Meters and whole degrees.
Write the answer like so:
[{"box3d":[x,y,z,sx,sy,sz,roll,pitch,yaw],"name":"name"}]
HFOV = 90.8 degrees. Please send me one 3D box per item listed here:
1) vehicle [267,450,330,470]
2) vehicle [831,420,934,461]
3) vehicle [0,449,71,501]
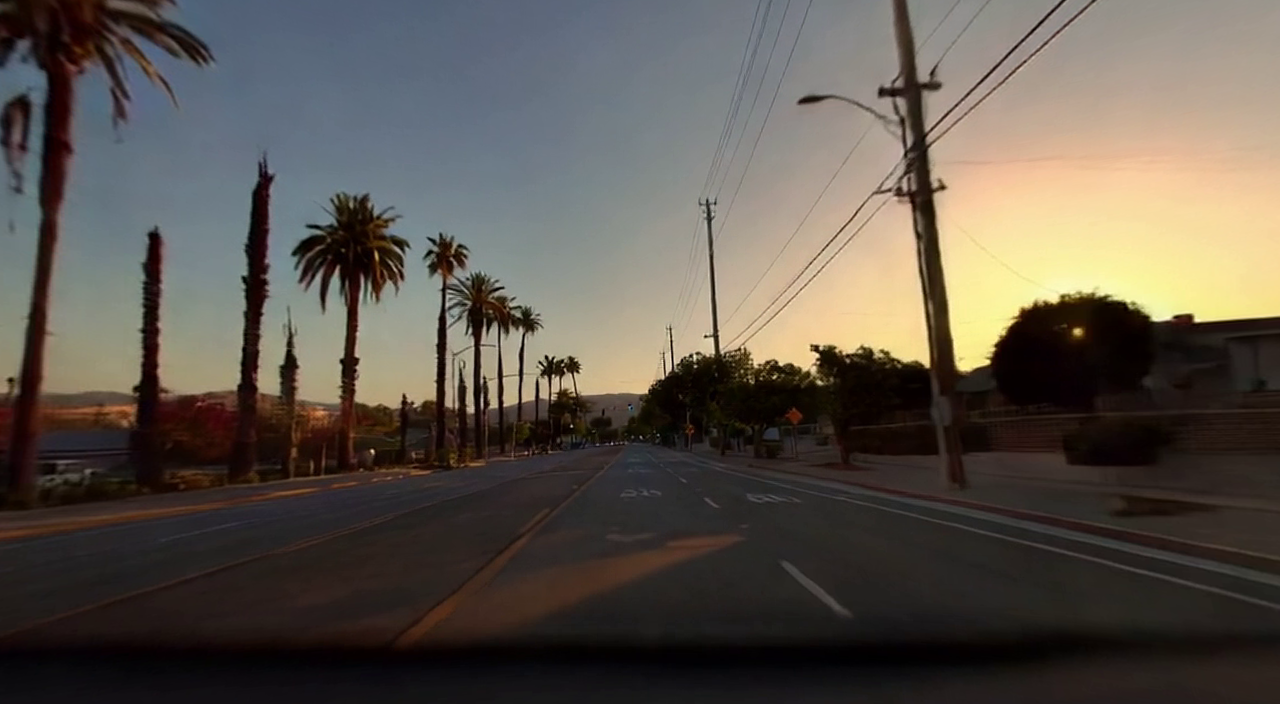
[{"box3d":[-25.928,8.173,47.966,4.452,1.466,1.910,-5,-10,27],"name":"vehicle"},{"box3d":[12.846,4.726,33.485,4.963,2.031,2.132,4,-10,-23],"name":"vehicle"},{"box3d":[-26.041,5.145,25.995,5.622,1.769,2.331,-9,-7,31],"name":"vehicle"}]
